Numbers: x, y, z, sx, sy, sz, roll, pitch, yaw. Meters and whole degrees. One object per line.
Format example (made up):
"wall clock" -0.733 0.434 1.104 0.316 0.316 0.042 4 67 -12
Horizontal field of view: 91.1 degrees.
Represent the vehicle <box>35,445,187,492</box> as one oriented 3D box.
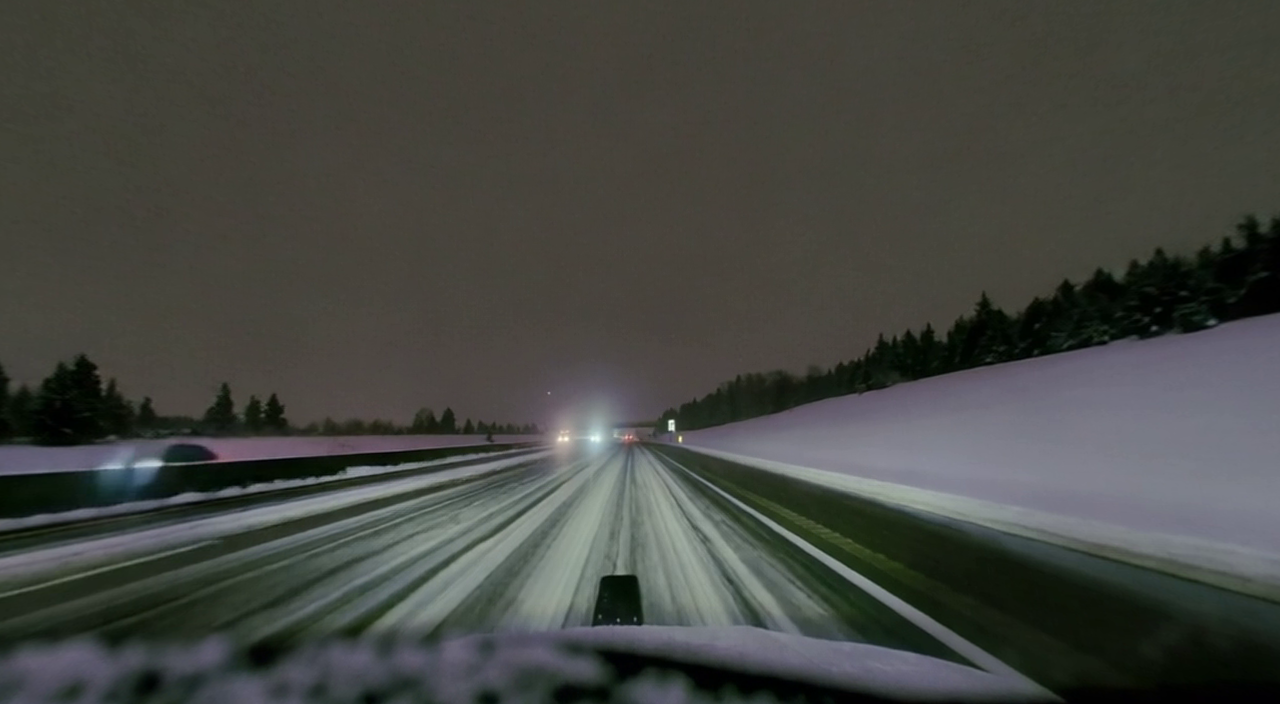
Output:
"vehicle" -19.738 4.332 23.779 1.866 1.512 4.514 0 -8 0
